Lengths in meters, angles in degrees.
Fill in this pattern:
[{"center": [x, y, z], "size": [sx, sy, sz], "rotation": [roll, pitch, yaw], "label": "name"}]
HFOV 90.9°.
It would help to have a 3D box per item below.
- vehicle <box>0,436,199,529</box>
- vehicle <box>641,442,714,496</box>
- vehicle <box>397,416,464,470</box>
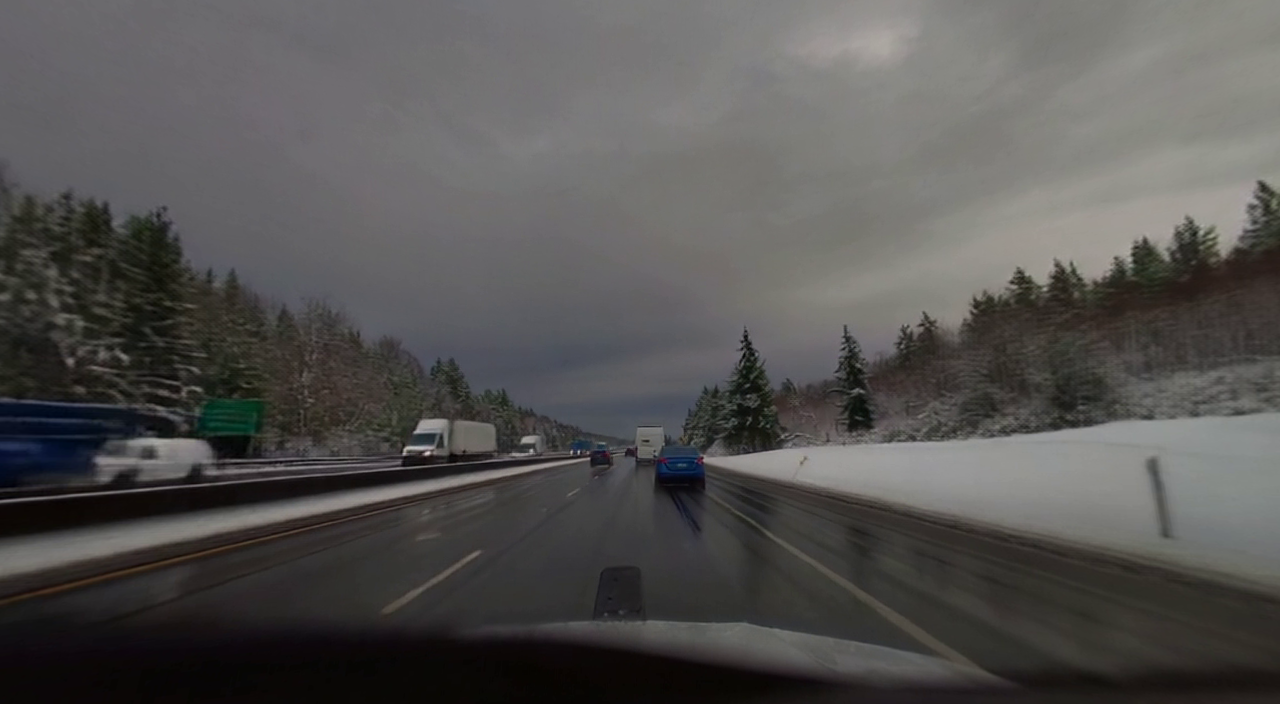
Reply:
[{"center": [-12.509, 2.806, 14.123], "size": [2.072, 1.742, 4.275], "rotation": [0, -9, 1], "label": "vehicle"}, {"center": [1.050, 3.556, 19.482], "size": [2.012, 1.485, 3.649], "rotation": [0, -9, 0], "label": "vehicle"}, {"center": [-16.357, 7.216, 49.612], "size": [2.956, 3.936, 6.173], "rotation": [0, -9, 1], "label": "vehicle"}]
